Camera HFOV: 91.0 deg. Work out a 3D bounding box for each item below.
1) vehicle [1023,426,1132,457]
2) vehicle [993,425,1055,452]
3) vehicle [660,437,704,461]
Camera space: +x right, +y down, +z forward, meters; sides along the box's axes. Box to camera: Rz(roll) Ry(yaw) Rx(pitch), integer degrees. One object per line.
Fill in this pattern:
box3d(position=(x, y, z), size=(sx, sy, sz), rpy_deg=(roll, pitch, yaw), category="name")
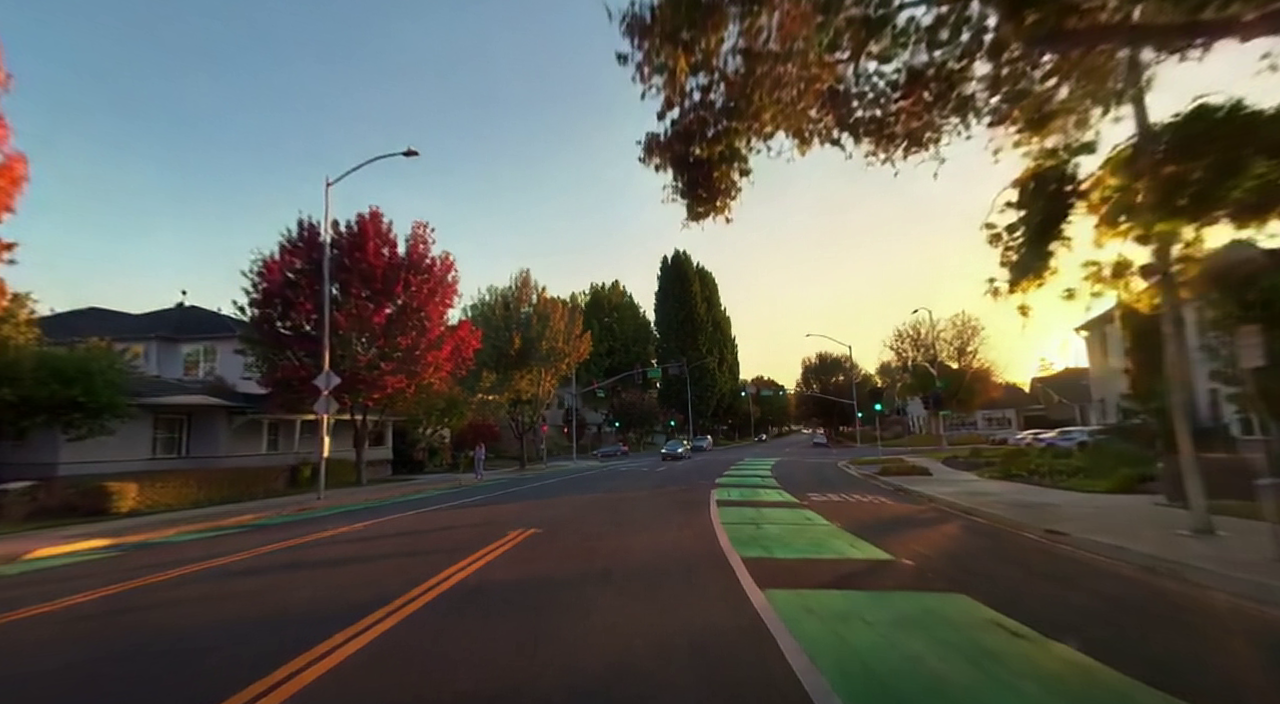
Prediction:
box3d(position=(23.616, 4.838, 34.270), size=(1.972, 1.477, 5.340), rpy_deg=(-2, -8, -2), category="vehicle")
box3d(position=(24.138, 5.509, 39.765), size=(1.937, 1.474, 5.114), rpy_deg=(-5, -10, 16), category="vehicle")
box3d(position=(2.843, 6.413, 41.824), size=(1.904, 1.489, 4.746), rpy_deg=(-3, -9, 16), category="vehicle")
